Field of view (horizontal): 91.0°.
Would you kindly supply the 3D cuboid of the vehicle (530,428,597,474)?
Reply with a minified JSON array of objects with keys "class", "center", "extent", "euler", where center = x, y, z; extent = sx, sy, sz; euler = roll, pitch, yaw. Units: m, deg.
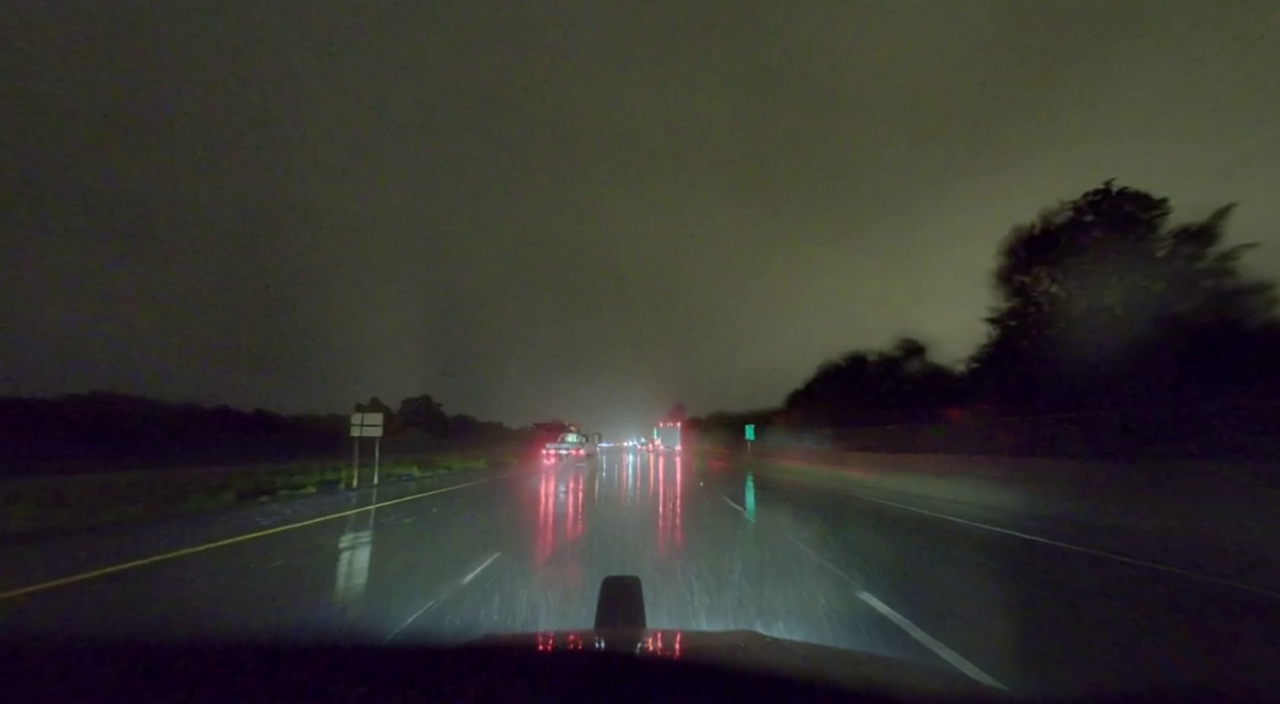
[{"class":"vehicle","center":[-3.425,4.616,29.501],"extent":[2.379,1.918,5.504],"euler":[0,-8,1]}]
